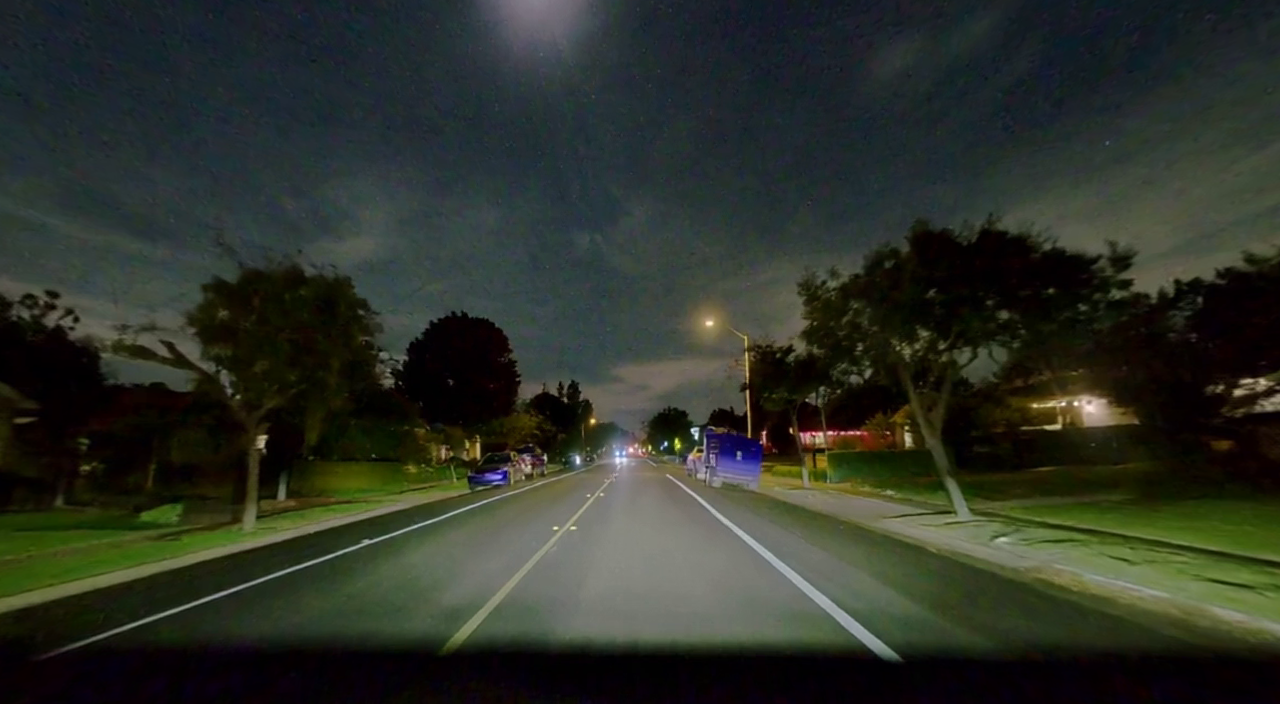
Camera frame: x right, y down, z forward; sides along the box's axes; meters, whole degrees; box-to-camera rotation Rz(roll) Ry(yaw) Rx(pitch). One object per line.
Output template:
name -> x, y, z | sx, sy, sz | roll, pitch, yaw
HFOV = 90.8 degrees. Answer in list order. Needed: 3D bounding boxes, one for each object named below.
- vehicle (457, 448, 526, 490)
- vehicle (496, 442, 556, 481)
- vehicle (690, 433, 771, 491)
vehicle -> -6.905, 5.473, 29.968 | 2.005, 1.785, 5.179 | 0, -9, 0
vehicle -> -6.492, 6.321, 36.791 | 2.302, 2.059, 5.758 | 0, -9, 1
vehicle -> 3.429, 4.329, 25.291 | 2.332, 2.044, 5.695 | 0, -9, -1
